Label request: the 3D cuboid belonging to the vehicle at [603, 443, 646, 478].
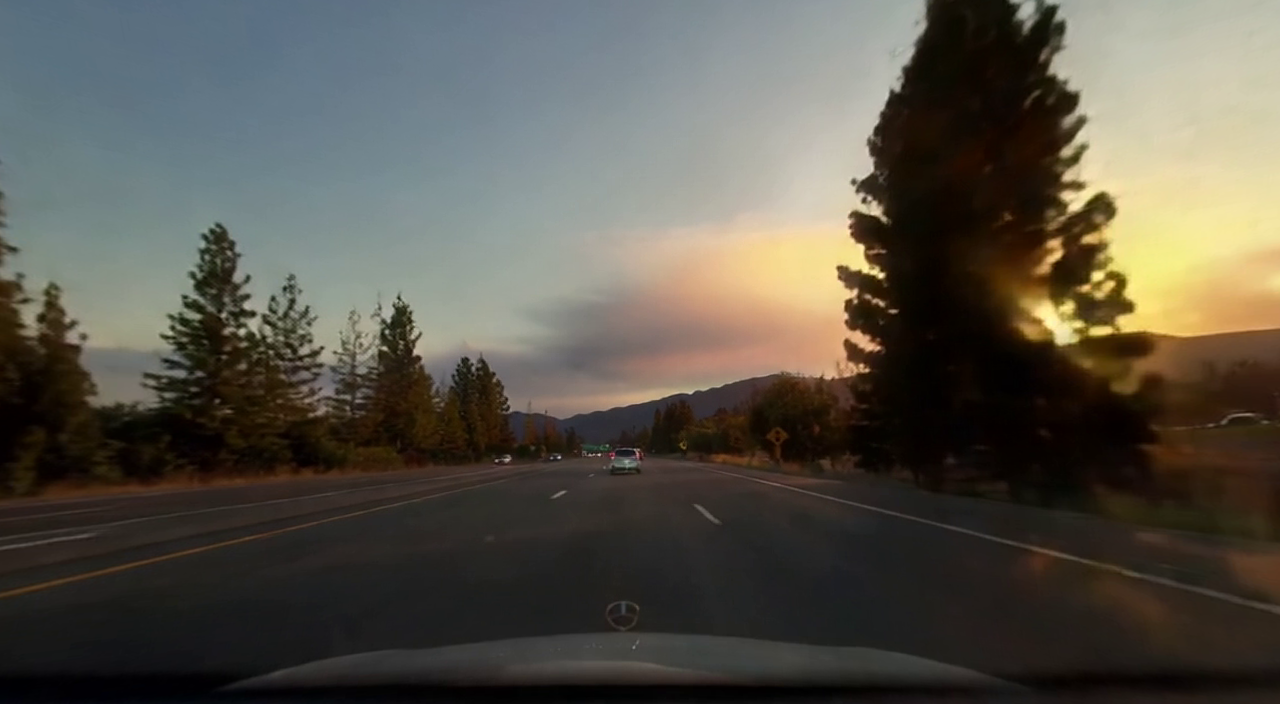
[{"bbox_3d":[-0.779,5.863,34.195,2.120,1.715,4.153,0,-9,1],"label":"vehicle"}]
